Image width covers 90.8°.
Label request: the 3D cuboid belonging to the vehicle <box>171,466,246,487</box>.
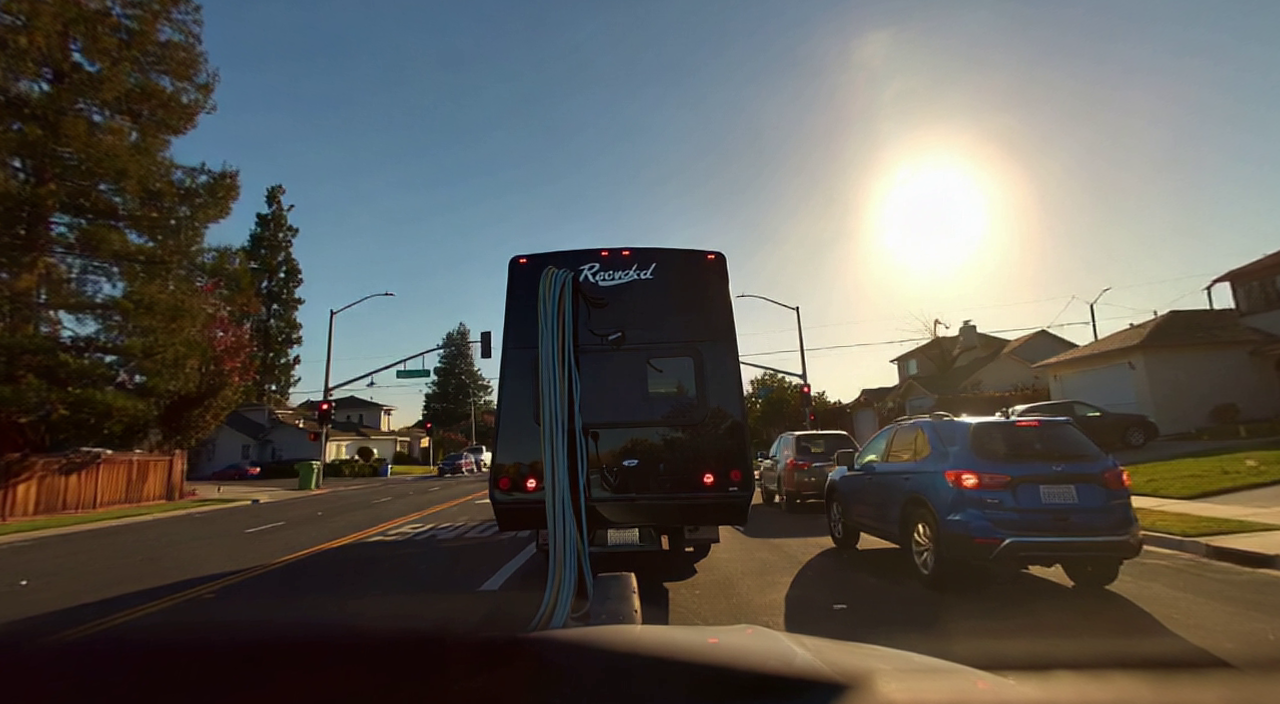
[{"bbox_3d":[-32.693,9.405,47.958,4.311,1.458,1.707,0,-9,-3],"label":"vehicle"}]

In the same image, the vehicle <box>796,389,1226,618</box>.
[{"bbox_3d":[3.404,1.491,7.121,2.104,1.735,4.408,0,-9,0],"label":"vehicle"}]

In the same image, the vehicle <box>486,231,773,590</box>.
[{"bbox_3d":[-0.100,1.109,10.273,2.709,3.511,8.213,0,-9,0],"label":"vehicle"}]

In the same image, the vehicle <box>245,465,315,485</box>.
[{"bbox_3d":[-27.403,9.357,48.145,4.187,1.445,1.809,0,-9,0],"label":"vehicle"}]
